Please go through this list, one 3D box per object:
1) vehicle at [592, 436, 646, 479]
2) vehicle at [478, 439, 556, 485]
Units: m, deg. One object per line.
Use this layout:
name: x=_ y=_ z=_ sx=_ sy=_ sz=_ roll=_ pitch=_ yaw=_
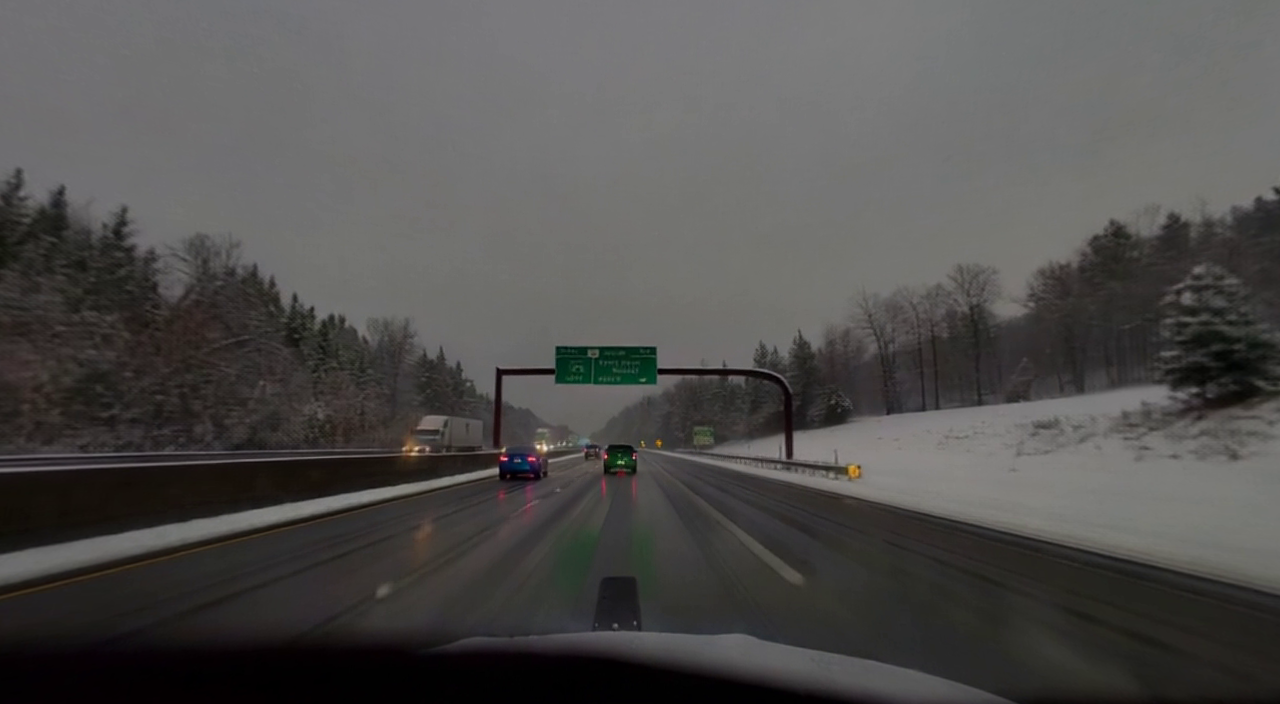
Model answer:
vehicle: x=-0.915 y=4.666 z=27.939 sx=2.220 sy=1.711 sz=4.056 roll=0 pitch=-9 yaw=-1
vehicle: x=-4.718 y=4.301 z=24.811 sx=2.103 sy=1.588 sz=4.709 roll=-1 pitch=-9 yaw=0
